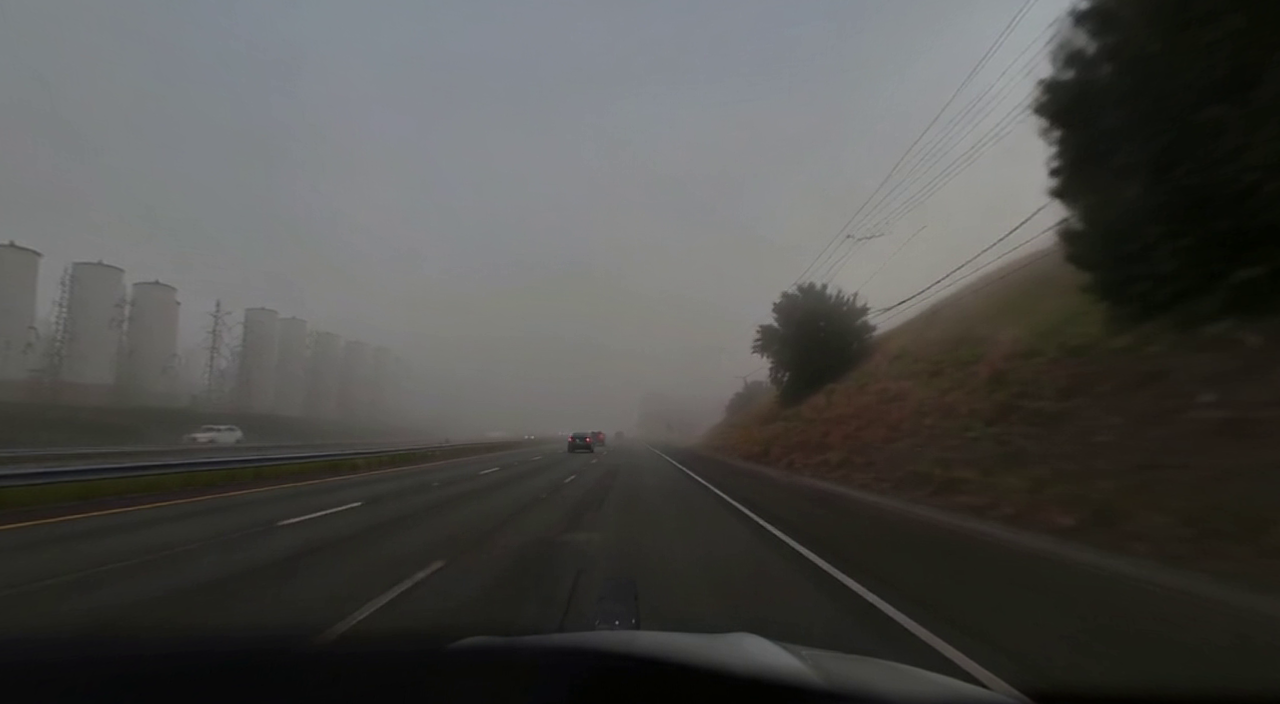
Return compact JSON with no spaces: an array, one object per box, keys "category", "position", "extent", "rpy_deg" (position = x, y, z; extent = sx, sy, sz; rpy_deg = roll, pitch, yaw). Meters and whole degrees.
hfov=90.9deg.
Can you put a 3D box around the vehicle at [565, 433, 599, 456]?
[{"category":"vehicle","position":[-3.871,6.225,42.472],"extent":[1.952,1.462,3.969],"rpy_deg":[0,-8,-1]}]
